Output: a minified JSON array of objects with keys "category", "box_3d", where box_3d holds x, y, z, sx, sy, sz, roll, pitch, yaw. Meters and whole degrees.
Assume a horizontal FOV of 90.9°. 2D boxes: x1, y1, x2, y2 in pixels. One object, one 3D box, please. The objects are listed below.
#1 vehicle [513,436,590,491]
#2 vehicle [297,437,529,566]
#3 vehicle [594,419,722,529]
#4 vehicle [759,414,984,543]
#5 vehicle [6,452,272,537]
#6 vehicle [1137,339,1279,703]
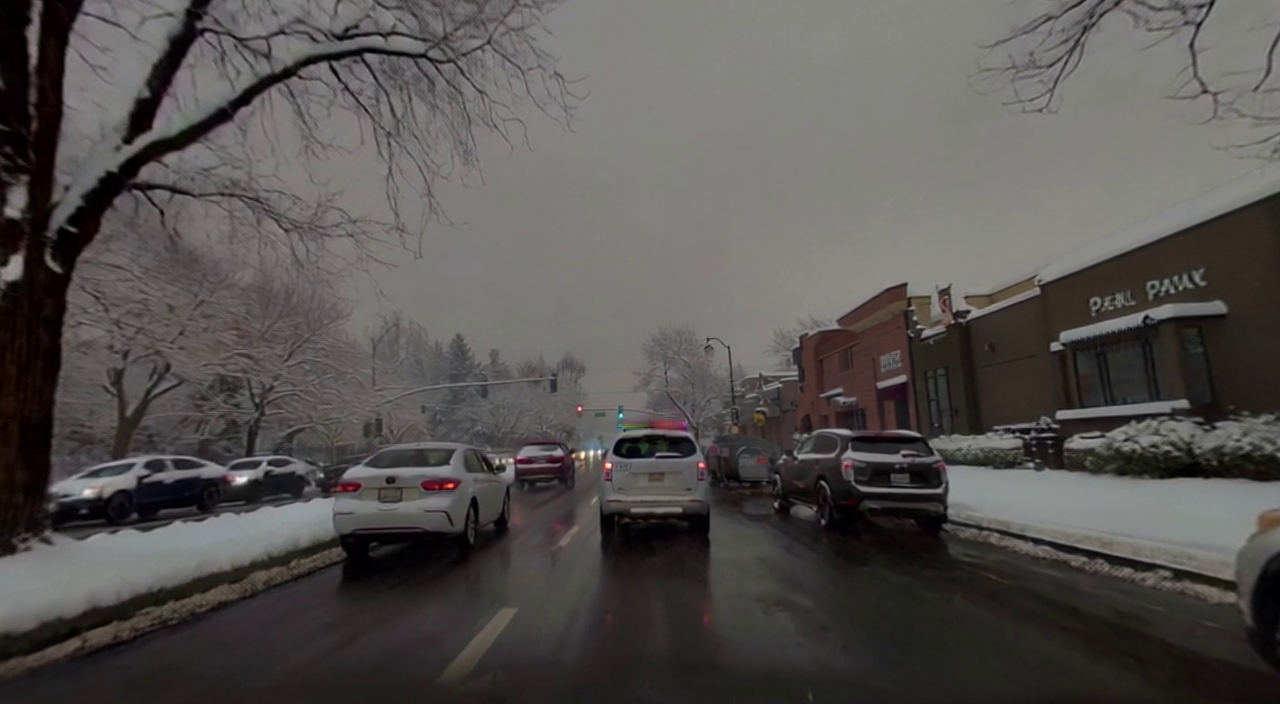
[{"category":"vehicle","box_3d":[-3.134,4.048,23.251,2.135,1.806,4.514,0,-9,0]},{"category":"vehicle","box_3d":[-3.022,2.067,9.519,1.908,1.474,4.257,0,-9,0]},{"category":"vehicle","box_3d":[0.280,2.290,12.294,2.075,1.770,4.018,0,-9,0]},{"category":"vehicle","box_3d":[4.015,2.332,12.356,2.038,1.865,5.786,2,-9,-2]},{"category":"vehicle","box_3d":[-10.667,3.012,14.049,2.041,1.500,4.684,-1,-9,0]},{"category":"vehicle","box_3d":[4.060,0.601,1.193,1.987,1.877,5.330,0,-9,2]}]
